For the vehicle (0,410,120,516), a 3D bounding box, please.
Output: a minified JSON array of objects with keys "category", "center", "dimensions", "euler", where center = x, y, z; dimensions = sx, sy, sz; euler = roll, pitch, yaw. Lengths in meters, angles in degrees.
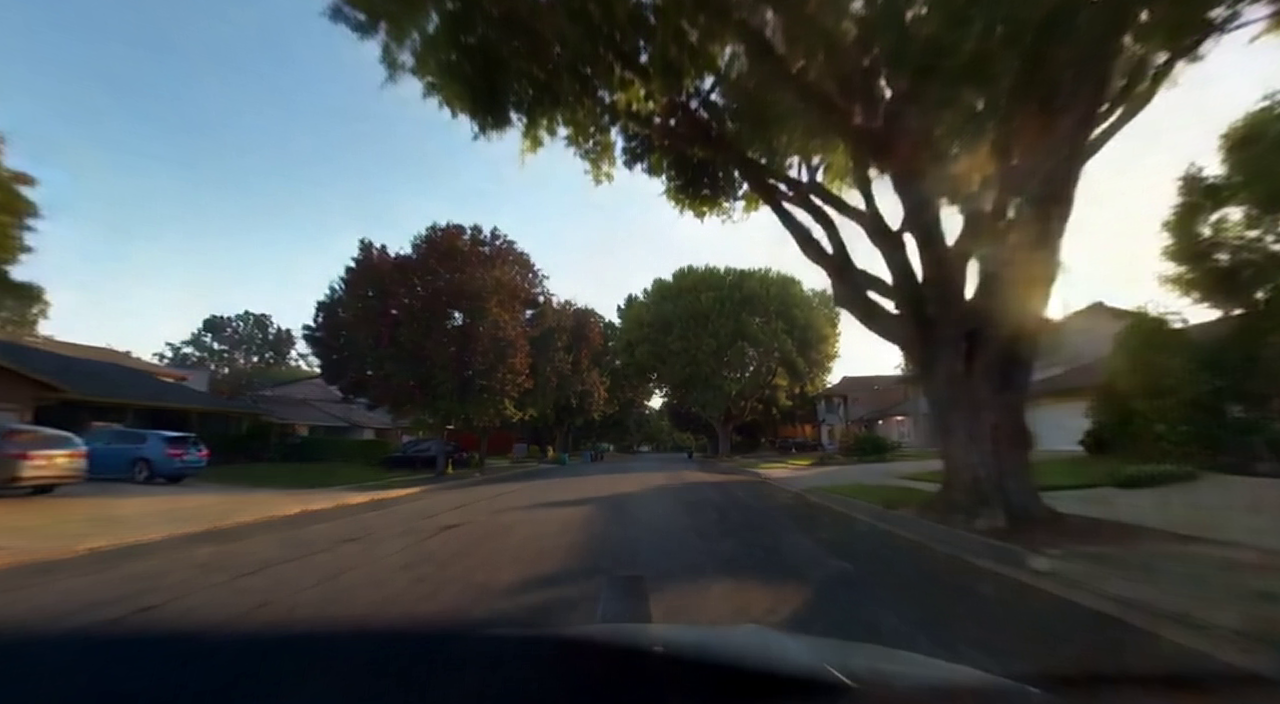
[{"category":"vehicle","center":[-13.192,1.945,12.014],"dimensions":[4.587,1.786,2.127],"euler":[4,-9,2]}]
